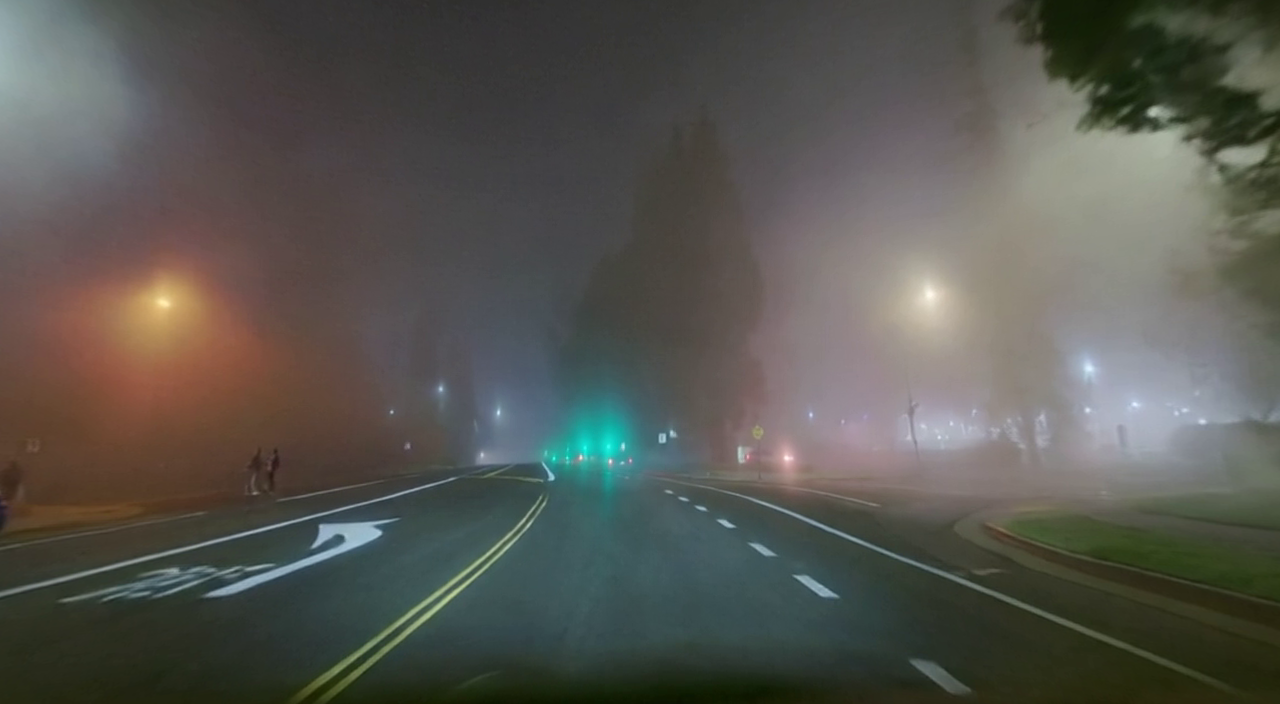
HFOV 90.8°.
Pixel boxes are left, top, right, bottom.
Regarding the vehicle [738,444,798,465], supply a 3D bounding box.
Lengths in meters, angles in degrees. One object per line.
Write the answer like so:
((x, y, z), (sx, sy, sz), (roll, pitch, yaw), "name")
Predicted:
((9.922, 7.959, 49.264), (4.201, 1.546, 1.749), (1, -9, -7), "vehicle")
